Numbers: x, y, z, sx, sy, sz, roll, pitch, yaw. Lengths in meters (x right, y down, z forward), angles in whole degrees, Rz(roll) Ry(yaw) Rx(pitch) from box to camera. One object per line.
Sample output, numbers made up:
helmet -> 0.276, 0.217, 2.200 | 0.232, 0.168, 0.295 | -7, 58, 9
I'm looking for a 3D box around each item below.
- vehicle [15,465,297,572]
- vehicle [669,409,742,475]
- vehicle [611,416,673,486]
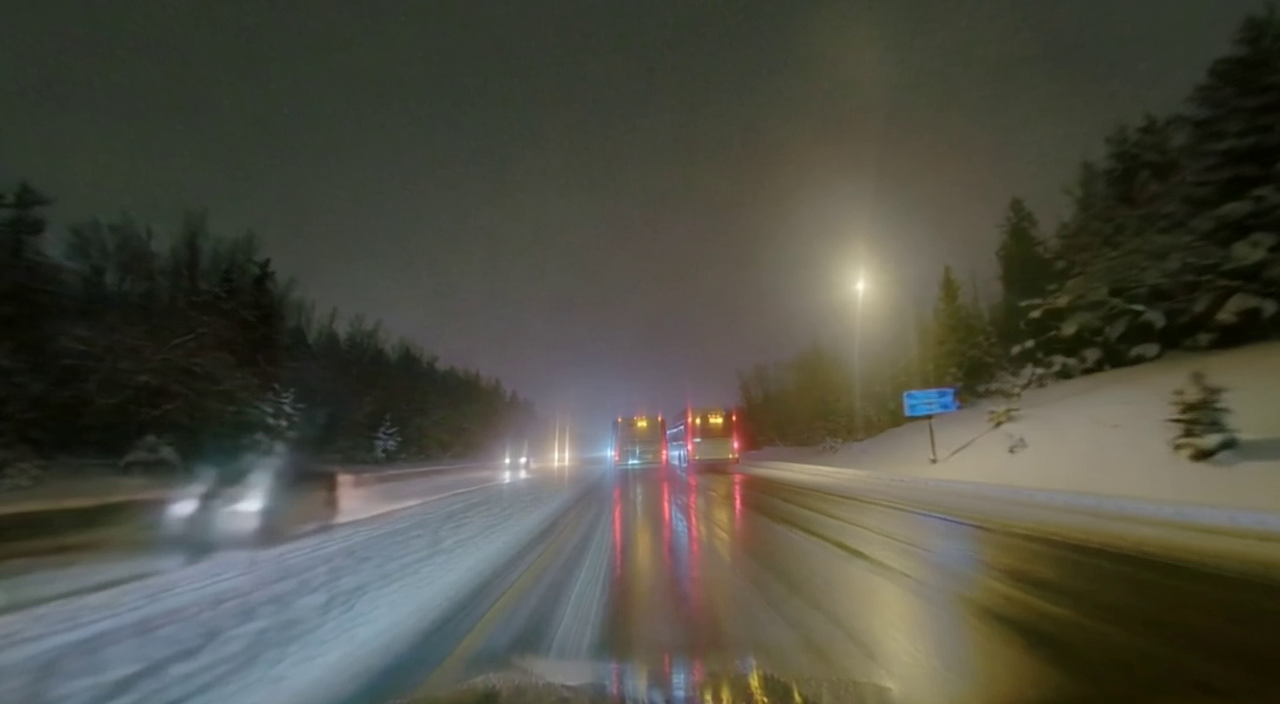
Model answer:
vehicle -> -8.763, 3.004, 12.020 | 1.893, 1.482, 4.464 | -1, -9, -1
vehicle -> 4.020, 6.044, 41.827 | 3.074, 3.668, 12.805 | -1, -9, -2
vehicle -> 0.011, 4.301, 27.420 | 2.414, 2.675, 5.574 | -1, -9, -2
